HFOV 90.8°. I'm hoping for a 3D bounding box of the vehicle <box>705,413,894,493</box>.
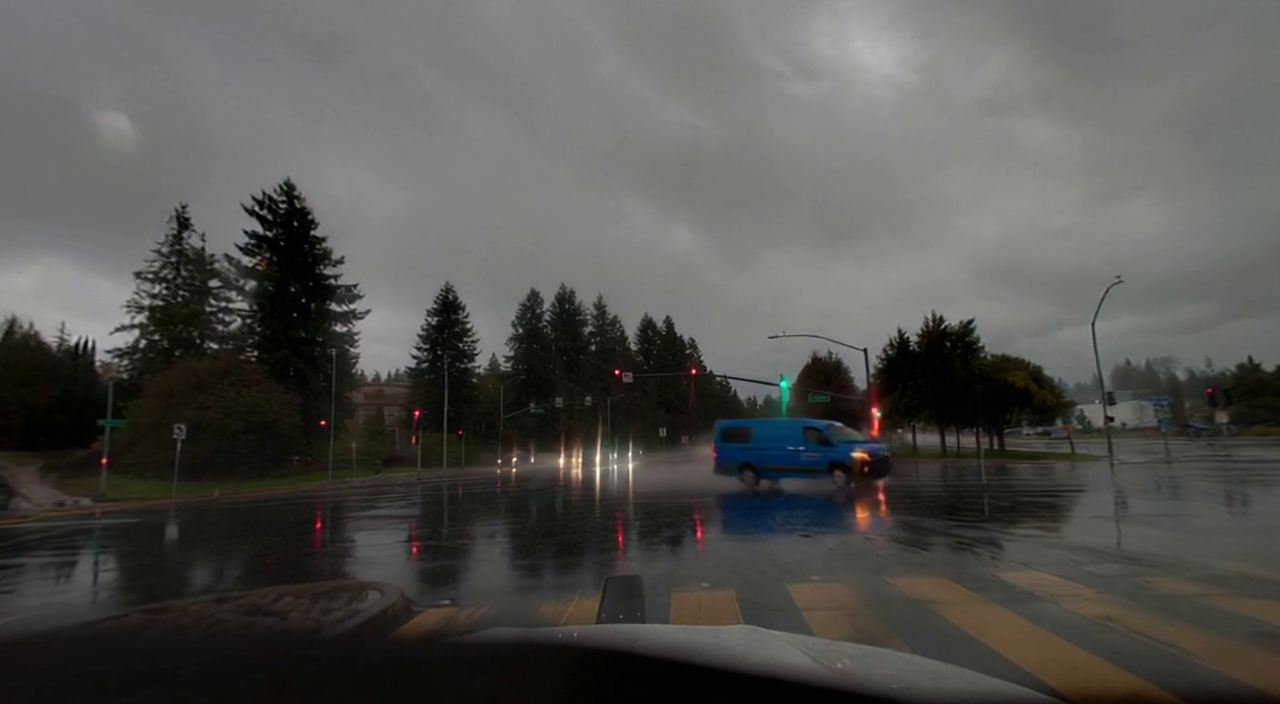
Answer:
[{"bbox_3d":[5.416,3.463,21.947,5.791,2.404,2.465,-6,-10,34],"label":"vehicle"}]
